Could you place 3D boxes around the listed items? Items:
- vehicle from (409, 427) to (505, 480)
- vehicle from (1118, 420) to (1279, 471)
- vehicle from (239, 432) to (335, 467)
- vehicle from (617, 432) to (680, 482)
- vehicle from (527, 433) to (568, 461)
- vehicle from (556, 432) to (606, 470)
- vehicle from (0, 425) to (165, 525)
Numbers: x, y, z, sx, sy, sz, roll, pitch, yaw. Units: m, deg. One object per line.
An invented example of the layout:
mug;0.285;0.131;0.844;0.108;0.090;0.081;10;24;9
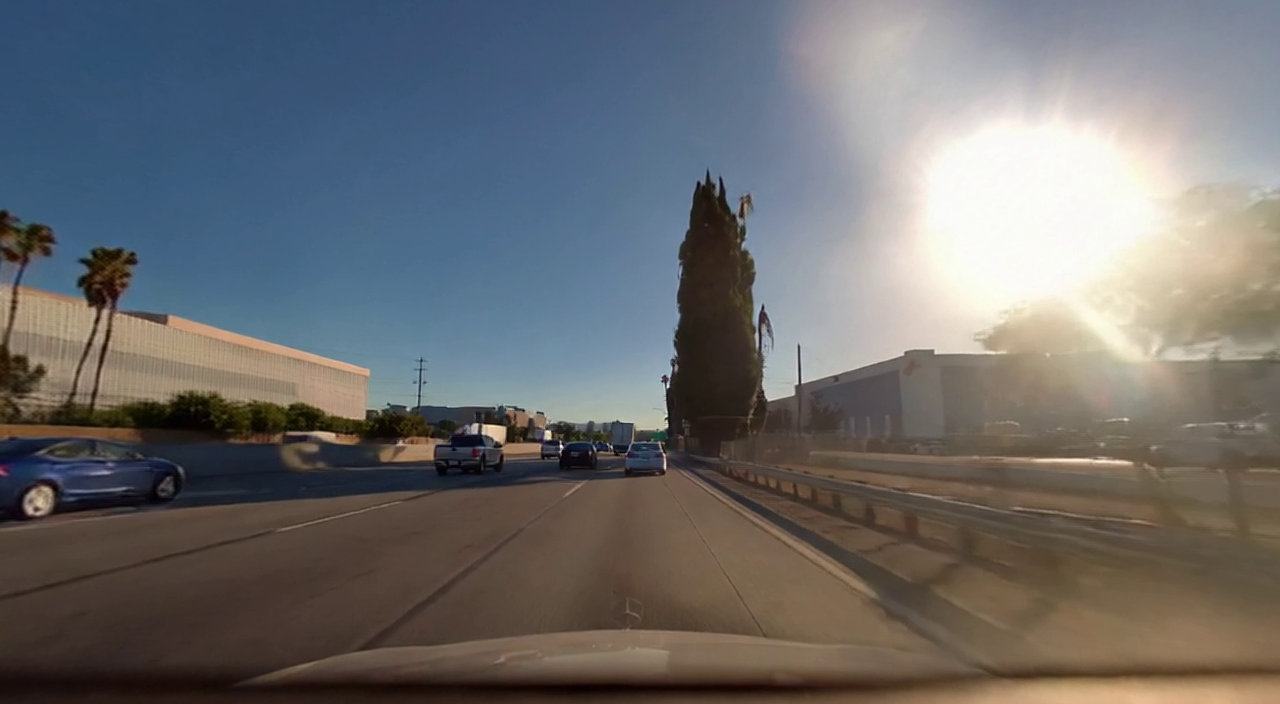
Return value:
vehicle;-6.773;3.818;23.938;2.105;1.790;4.689;0;-8;2
vehicle;35.225;5.838;39.670;2.768;2.798;9.669;0;-8;0
vehicle;-16.944;4.705;30.569;1.900;1.540;4.670;0;-8;1
vehicle;0.289;3.860;23.480;2.136;1.678;4.052;0;-8;1
vehicle;-6.704;6.974;46.406;2.085;1.932;4.967;0;-8;2
vehicle;-3.074;5.244;33.598;2.108;1.832;4.549;0;-8;2
vehicle;-10.667;1.974;10.250;1.910;1.501;5.004;0;-8;1
